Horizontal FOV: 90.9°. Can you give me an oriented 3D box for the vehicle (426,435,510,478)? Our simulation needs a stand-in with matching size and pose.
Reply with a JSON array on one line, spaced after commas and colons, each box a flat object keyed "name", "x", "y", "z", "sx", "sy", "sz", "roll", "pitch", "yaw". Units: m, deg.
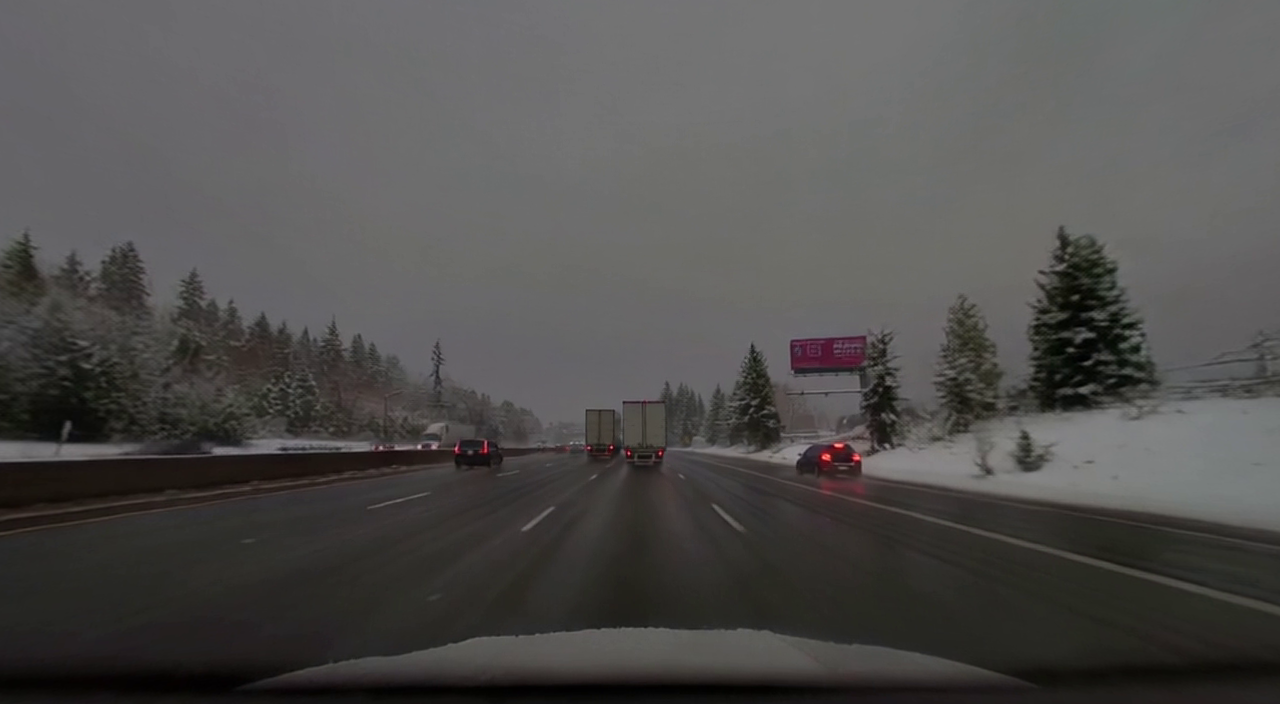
[{"name": "vehicle", "x": -6.719, "y": 4.120, "z": 25.237, "sx": 1.992, "sy": 1.547, "sz": 4.673, "roll": 0, "pitch": -8, "yaw": 1}]

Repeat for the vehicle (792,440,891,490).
[{"name": "vehicle", "x": 6.947, "y": 3.922, "z": 22.300, "sx": 1.969, "sy": 1.560, "sz": 4.394, "roll": 0, "pitch": -8, "yaw": -1}]

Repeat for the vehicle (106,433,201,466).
[{"name": "vehicle", "x": -22.218, "y": 4.451, "z": 28.949, "sx": 1.532, "sy": 1.421, "sz": 3.467, "roll": 0, "pitch": -8, "yaw": 1}]

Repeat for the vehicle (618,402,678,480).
[{"name": "vehicle", "x": 0.366, "y": 5.132, "z": 38.155, "sx": 3.054, "sy": 3.944, "sz": 11.230, "roll": -1, "pitch": -6, "yaw": -1}]
